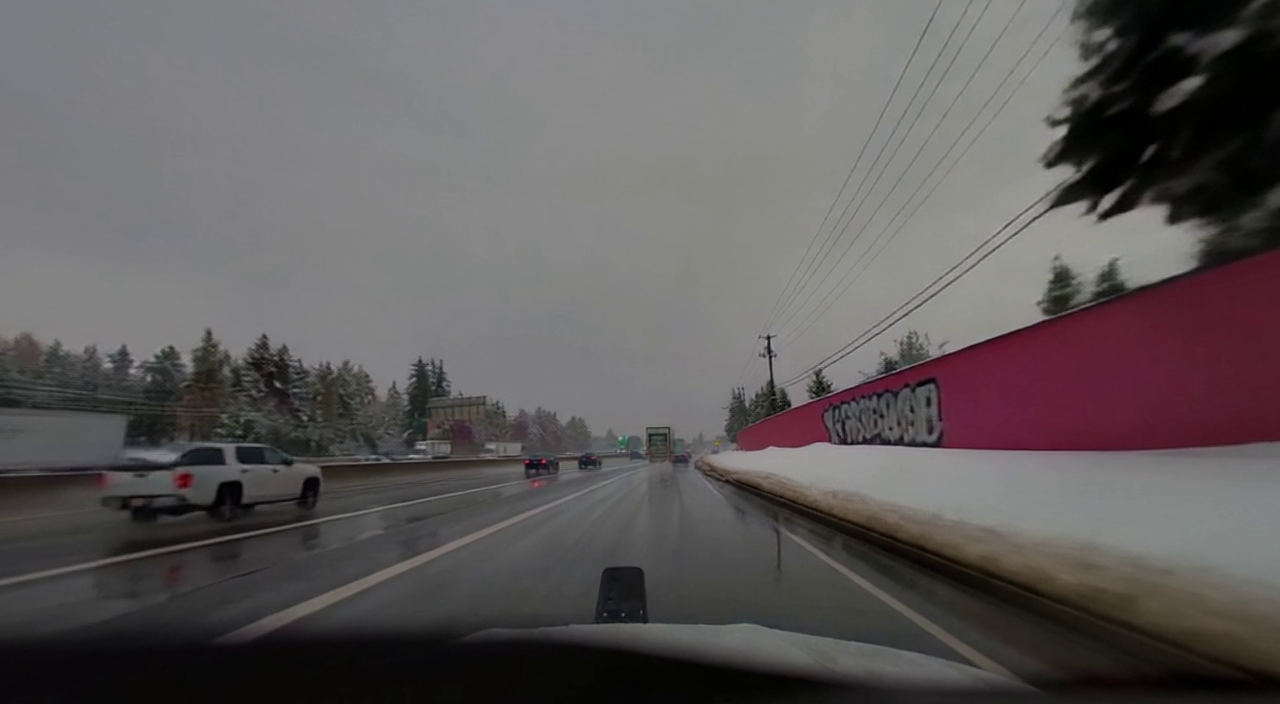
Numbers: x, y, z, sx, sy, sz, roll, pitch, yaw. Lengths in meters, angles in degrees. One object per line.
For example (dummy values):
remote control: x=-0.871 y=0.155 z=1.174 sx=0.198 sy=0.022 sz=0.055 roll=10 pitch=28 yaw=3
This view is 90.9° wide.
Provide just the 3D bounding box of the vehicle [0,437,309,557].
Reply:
vehicle: x=-7.538 y=2.232 z=10.336 sx=1.966 sy=1.565 sz=3.766 roll=-1 pitch=-9 yaw=3

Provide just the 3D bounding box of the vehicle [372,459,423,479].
vehicle: x=-17.834 y=8.614 z=46.502 sx=1.944 sy=1.385 sz=3.712 roll=-1 pitch=-9 yaw=6

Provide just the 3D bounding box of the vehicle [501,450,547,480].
vehicle: x=-6.143 y=5.987 z=33.659 sx=1.708 sy=1.489 sz=2.840 roll=-1 pitch=-9 yaw=4
